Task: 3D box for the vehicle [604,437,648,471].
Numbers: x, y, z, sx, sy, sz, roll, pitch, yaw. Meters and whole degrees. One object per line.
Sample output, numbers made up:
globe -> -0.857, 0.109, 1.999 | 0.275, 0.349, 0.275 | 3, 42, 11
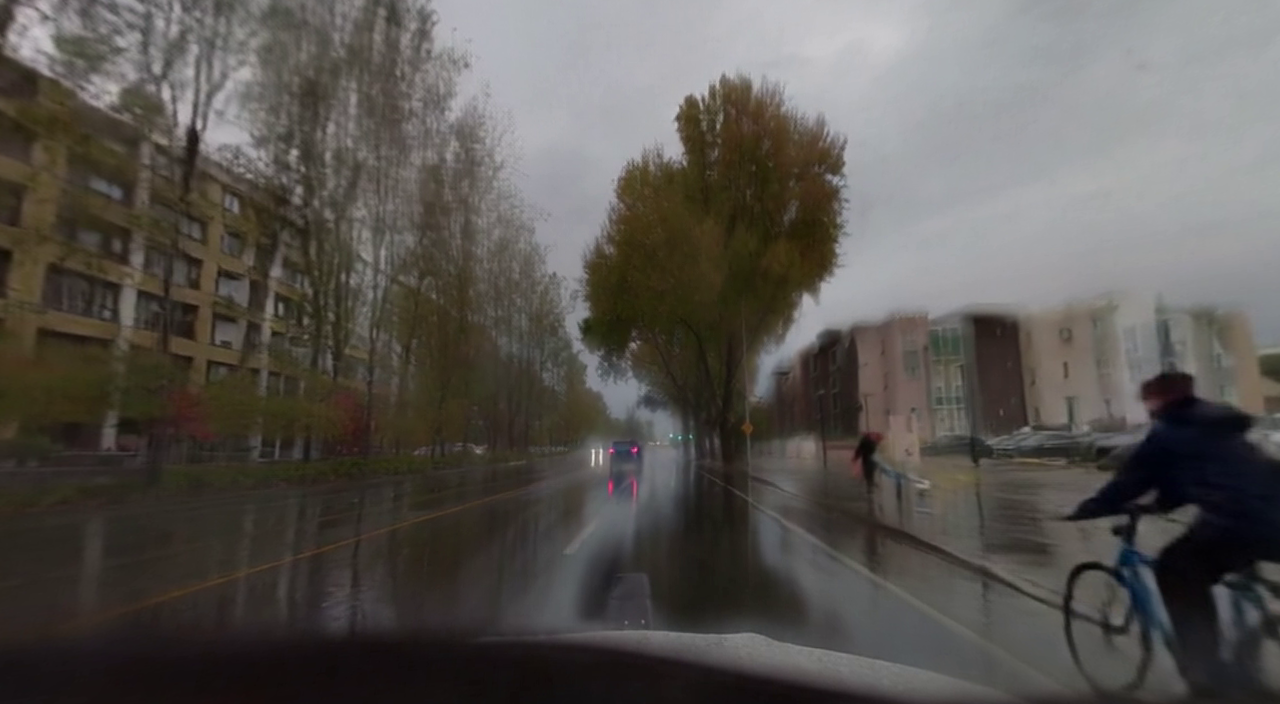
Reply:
vehicle -> -0.755, 5.990, 37.277 | 2.294, 1.859, 5.127 | -1, -9, 2
